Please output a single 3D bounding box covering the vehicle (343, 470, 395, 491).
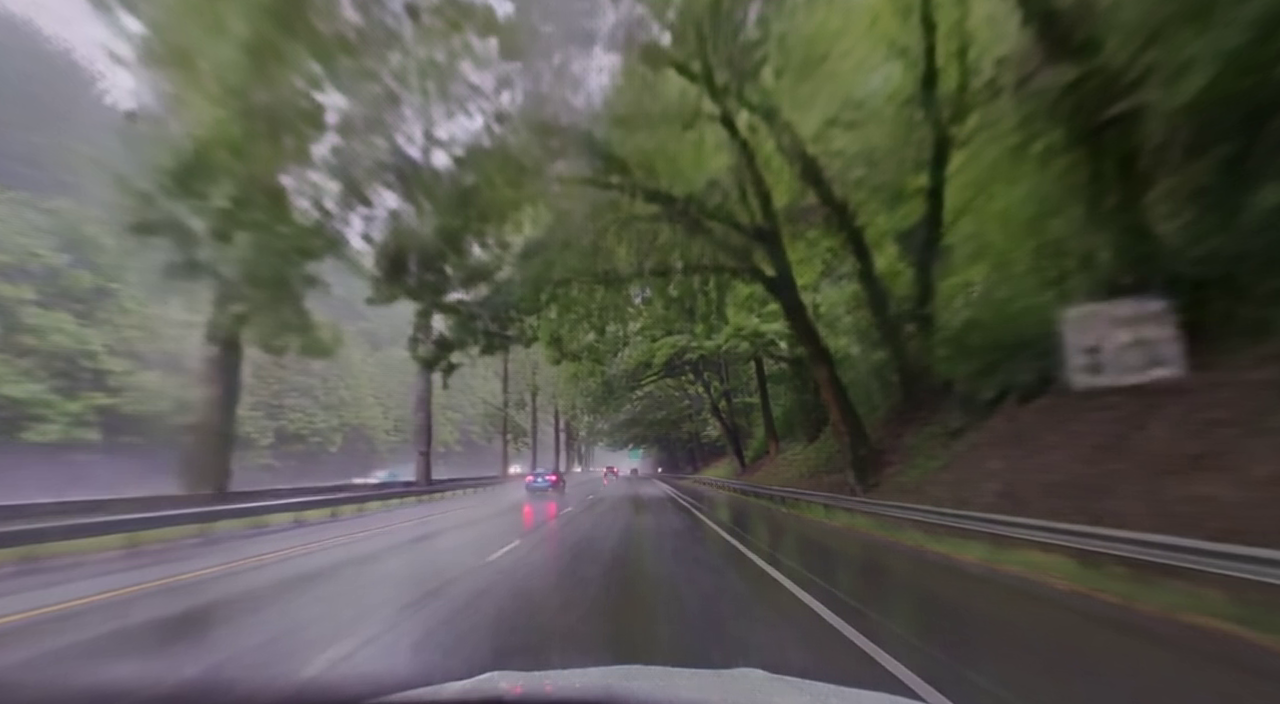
[{"bbox_3d":[-20.533,9.758,47.907,1.800,1.469,4.703,1,-10,0],"label":"vehicle"}]

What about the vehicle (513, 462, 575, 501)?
[{"bbox_3d":[-4.039,5.545,27.131,1.954,1.509,4.094,1,-11,1],"label":"vehicle"}]
